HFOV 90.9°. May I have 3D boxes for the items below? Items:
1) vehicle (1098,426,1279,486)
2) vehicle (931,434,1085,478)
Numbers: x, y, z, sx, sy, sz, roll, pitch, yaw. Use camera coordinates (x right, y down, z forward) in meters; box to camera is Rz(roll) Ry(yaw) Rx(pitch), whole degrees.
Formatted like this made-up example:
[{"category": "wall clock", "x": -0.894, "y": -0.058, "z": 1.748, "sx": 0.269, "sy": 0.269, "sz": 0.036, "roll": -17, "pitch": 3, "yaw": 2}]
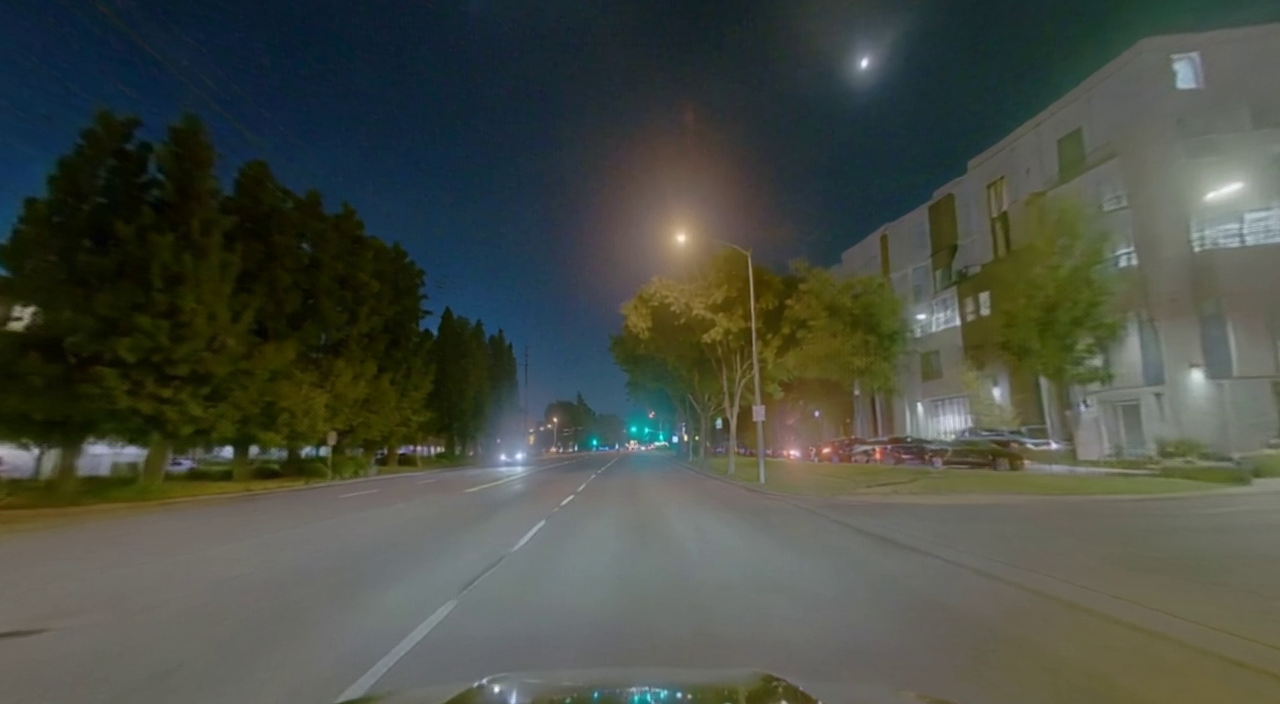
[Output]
[{"category": "vehicle", "x": 18.482, "y": 3.479, "z": 21.362, "sx": 1.991, "sy": 1.682, "sz": 4.877, "roll": -2, "pitch": -8, "yaw": -4}, {"category": "vehicle", "x": 14.403, "y": 4.076, "z": 24.847, "sx": 4.854, "sy": 1.649, "sz": 1.886, "roll": 0, "pitch": -9, "yaw": -2}]
